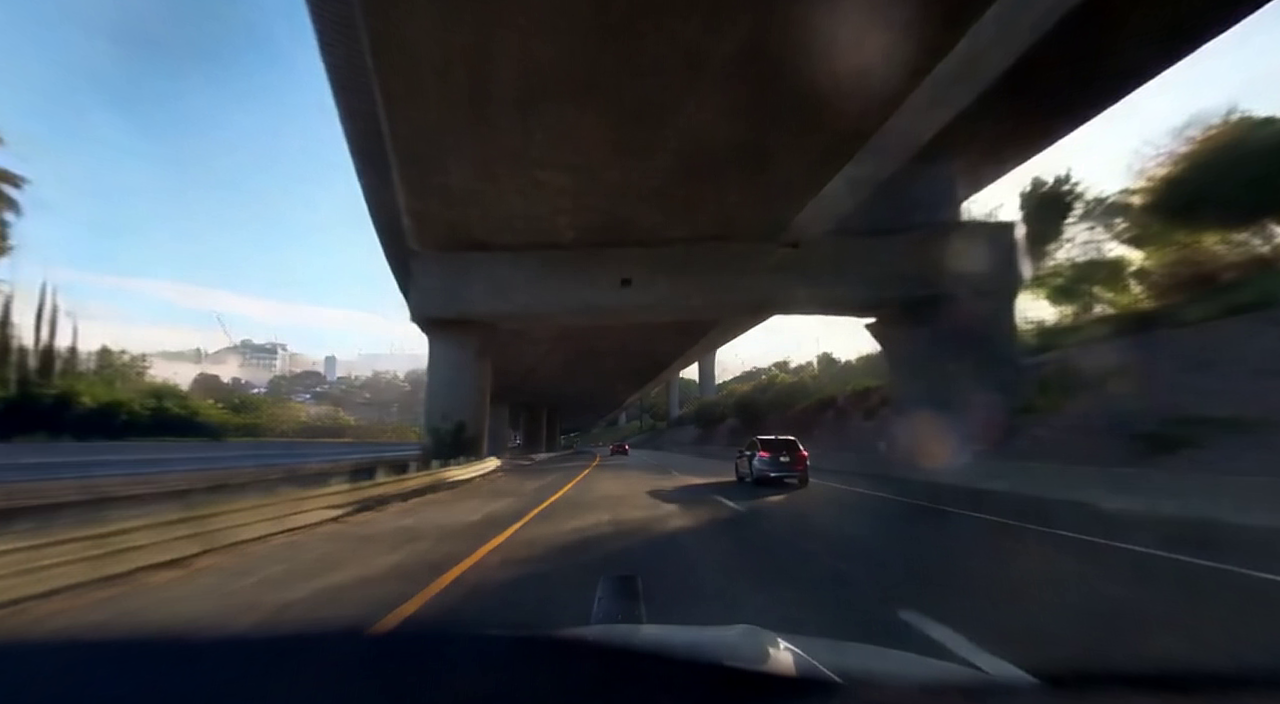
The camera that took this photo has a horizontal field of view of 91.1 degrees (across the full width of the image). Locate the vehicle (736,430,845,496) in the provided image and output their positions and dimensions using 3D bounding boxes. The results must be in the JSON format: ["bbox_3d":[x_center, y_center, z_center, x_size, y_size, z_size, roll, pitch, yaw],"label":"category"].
[{"bbox_3d":[3.808,2.855,16.575,1.852,1.513,3.652,0,-8,-2],"label":"vehicle"}]

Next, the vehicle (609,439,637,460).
[{"bbox_3d":[-1.337,7.229,46.884,1.998,1.512,3.735,0,-8,-3],"label":"vehicle"}]
